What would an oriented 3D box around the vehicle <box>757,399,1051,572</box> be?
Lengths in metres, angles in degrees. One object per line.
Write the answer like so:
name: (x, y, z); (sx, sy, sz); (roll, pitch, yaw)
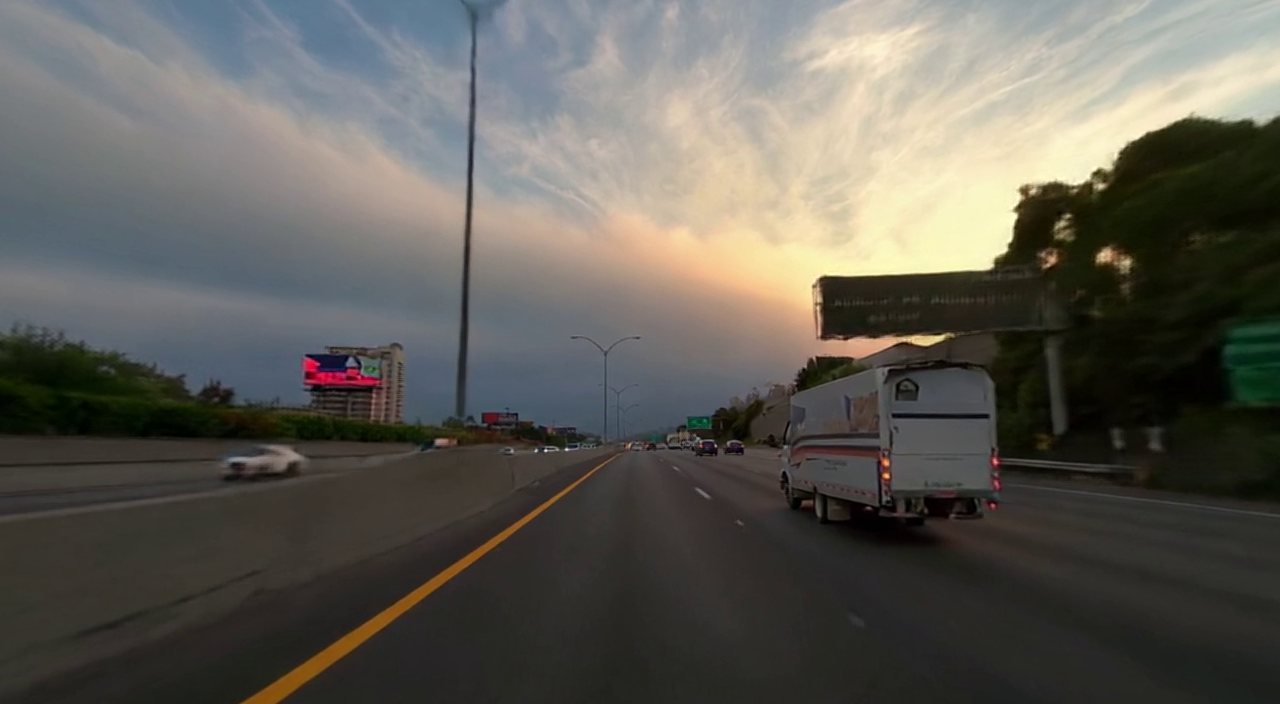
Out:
vehicle: (3.064, 1.667, 8.608); (1.973, 1.710, 4.476); (0, -9, -1)
